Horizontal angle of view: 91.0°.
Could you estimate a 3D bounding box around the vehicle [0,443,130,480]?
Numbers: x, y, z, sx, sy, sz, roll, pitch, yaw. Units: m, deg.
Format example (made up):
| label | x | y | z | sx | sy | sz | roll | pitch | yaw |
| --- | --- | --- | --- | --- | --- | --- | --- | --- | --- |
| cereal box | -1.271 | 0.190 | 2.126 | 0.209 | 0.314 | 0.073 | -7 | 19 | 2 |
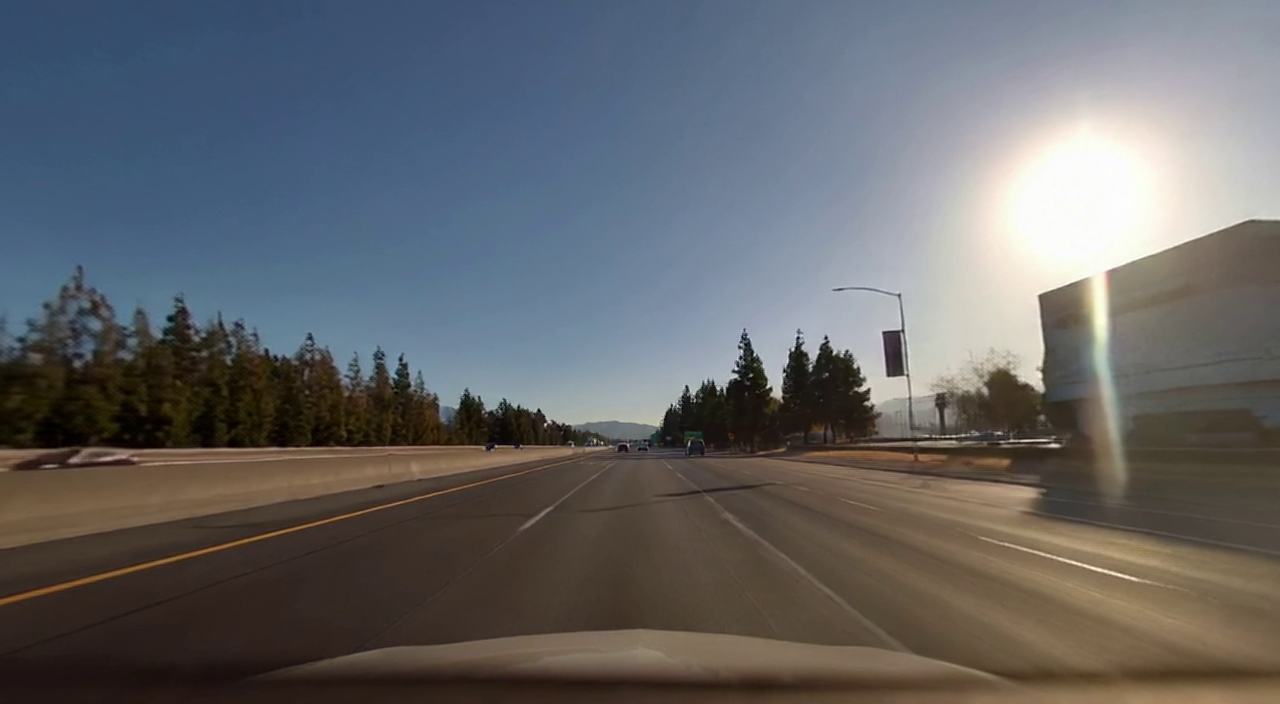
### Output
| label | x | y | z | sx | sy | sz | roll | pitch | yaw |
| --- | --- | --- | --- | --- | --- | --- | --- | --- | --- |
| vehicle | -25.555 | 4.800 | 27.919 | 1.872 | 1.508 | 4.652 | 0 | -9 | 1 |
